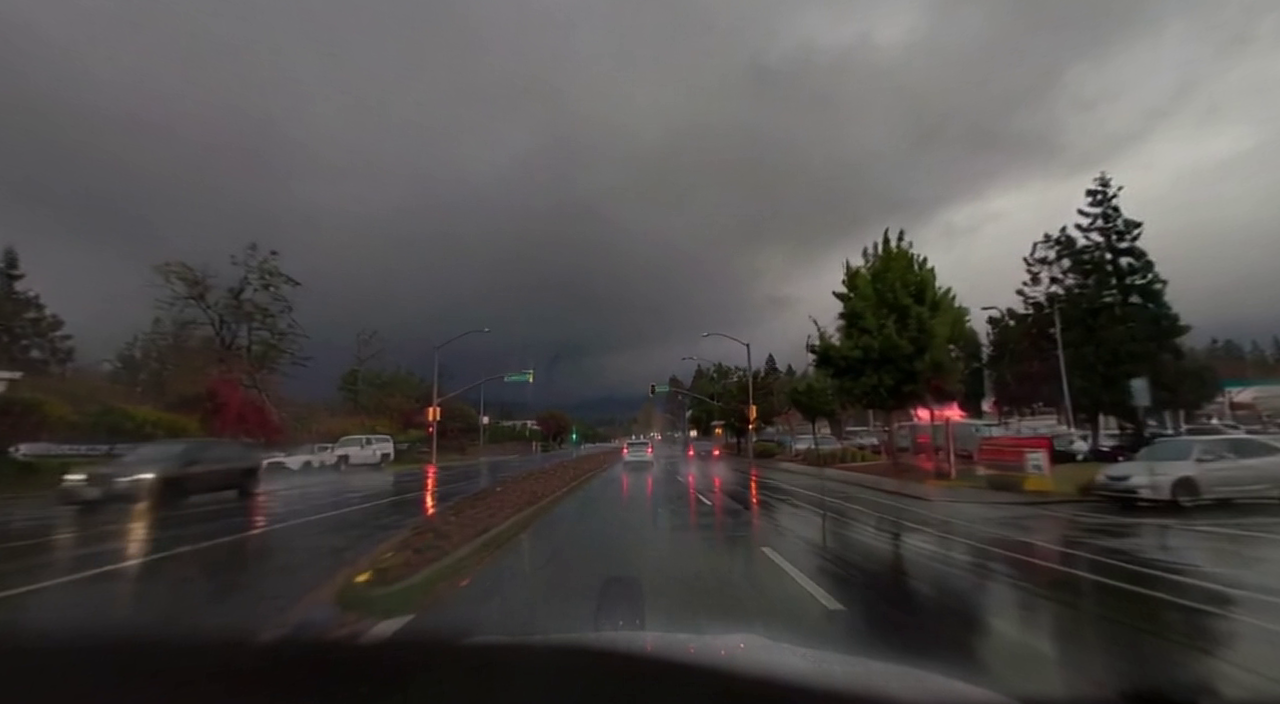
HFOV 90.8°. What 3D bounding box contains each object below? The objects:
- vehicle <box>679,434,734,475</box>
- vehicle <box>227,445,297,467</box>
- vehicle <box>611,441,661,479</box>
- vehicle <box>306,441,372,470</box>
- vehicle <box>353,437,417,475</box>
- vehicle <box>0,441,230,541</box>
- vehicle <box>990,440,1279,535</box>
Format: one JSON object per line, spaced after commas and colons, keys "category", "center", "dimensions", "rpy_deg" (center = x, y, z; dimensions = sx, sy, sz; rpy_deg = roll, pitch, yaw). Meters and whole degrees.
{"category": "vehicle", "center": [3.034, 4.810, 29.779], "dimensions": [2.046, 1.768, 4.370], "rpy_deg": [0, -8, -1]}
{"category": "vehicle", "center": [-28.479, 7.826, 47.617], "dimensions": [4.328, 1.611, 1.922], "rpy_deg": [-2, -9, 13]}
{"category": "vehicle", "center": [-0.160, 4.440, 26.240], "dimensions": [1.917, 1.418, 3.987], "rpy_deg": [0, -8, 0]}
{"category": "vehicle", "center": [-19.653, 6.690, 41.151], "dimensions": [4.949, 1.780, 2.079], "rpy_deg": [-8, -11, 42]}
{"category": "vehicle", "center": [-13.419, 5.399, 33.036], "dimensions": [2.000, 1.798, 5.055], "rpy_deg": [6, -10, -33]}
{"category": "vehicle", "center": [-9.976, 2.351, 11.456], "dimensions": [2.033, 1.439, 4.567], "rpy_deg": [0, -8, 0]}
{"category": "vehicle", "center": [9.193, 2.331, 11.252], "dimensions": [4.662, 1.495, 1.998], "rpy_deg": [-1, -8, 4]}
